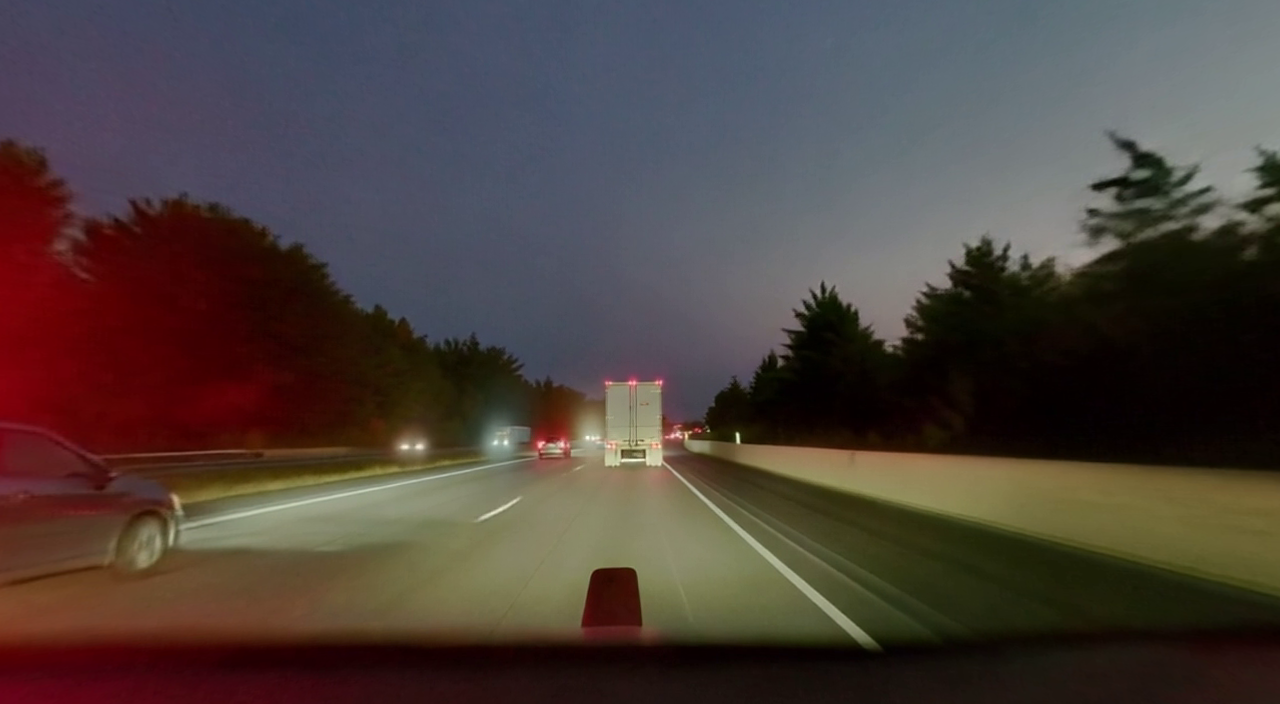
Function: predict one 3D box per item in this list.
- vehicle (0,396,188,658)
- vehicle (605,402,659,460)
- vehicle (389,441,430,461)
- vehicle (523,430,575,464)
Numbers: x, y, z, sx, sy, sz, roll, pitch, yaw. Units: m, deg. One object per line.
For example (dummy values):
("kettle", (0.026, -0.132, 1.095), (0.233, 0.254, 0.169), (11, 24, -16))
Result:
("vehicle", (-4.688, 0.958, 3.190), (1.909, 1.520, 3.897), (0, -8, -1))
("vehicle", (-0.360, 3.469, 27.550), (2.319, 2.461, 1.270), (0, -8, -1))
("vehicle", (-17.154, 7.370, 47.045), (1.685, 1.396, 3.565), (0, -8, 0))
("vehicle", (-4.915, 5.194, 34.690), (2.138, 1.697, 4.587), (0, -8, 1))
